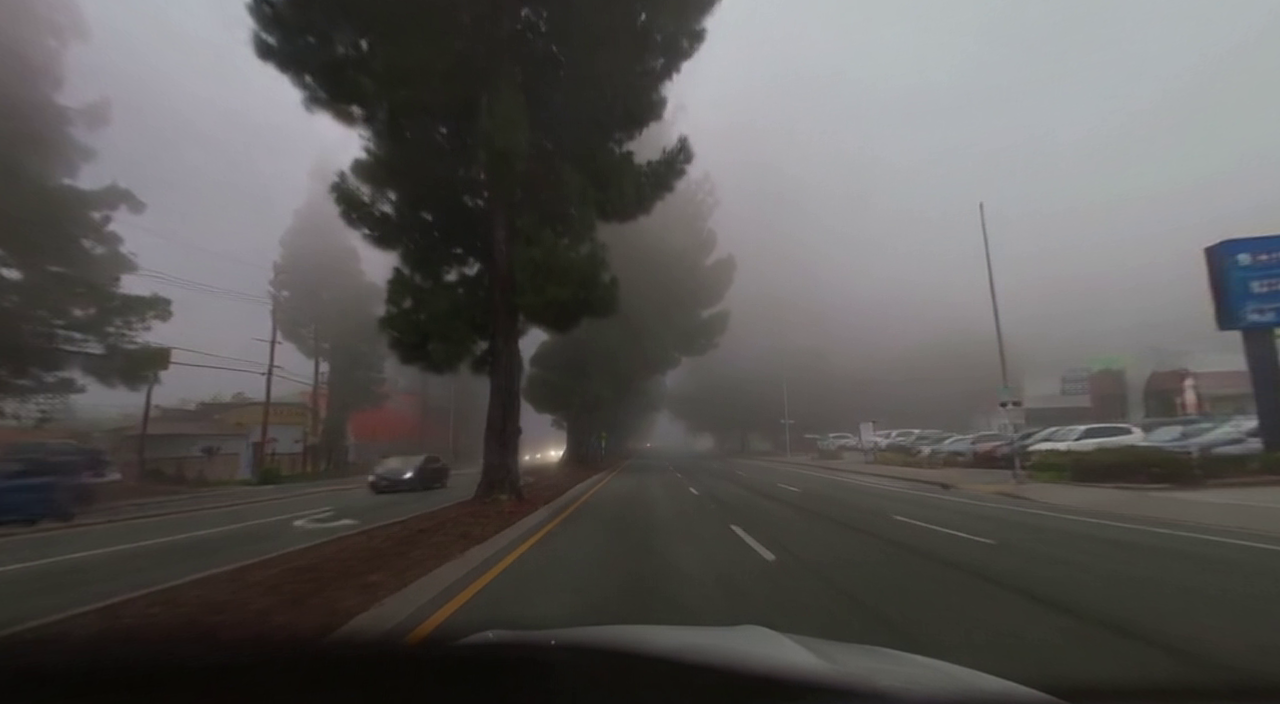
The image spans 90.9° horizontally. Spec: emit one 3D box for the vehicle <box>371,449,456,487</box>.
[{"bbox_3d":[-9.787,5.023,27.701,1.942,1.468,4.708,0,-9,1],"label":"vehicle"}]
